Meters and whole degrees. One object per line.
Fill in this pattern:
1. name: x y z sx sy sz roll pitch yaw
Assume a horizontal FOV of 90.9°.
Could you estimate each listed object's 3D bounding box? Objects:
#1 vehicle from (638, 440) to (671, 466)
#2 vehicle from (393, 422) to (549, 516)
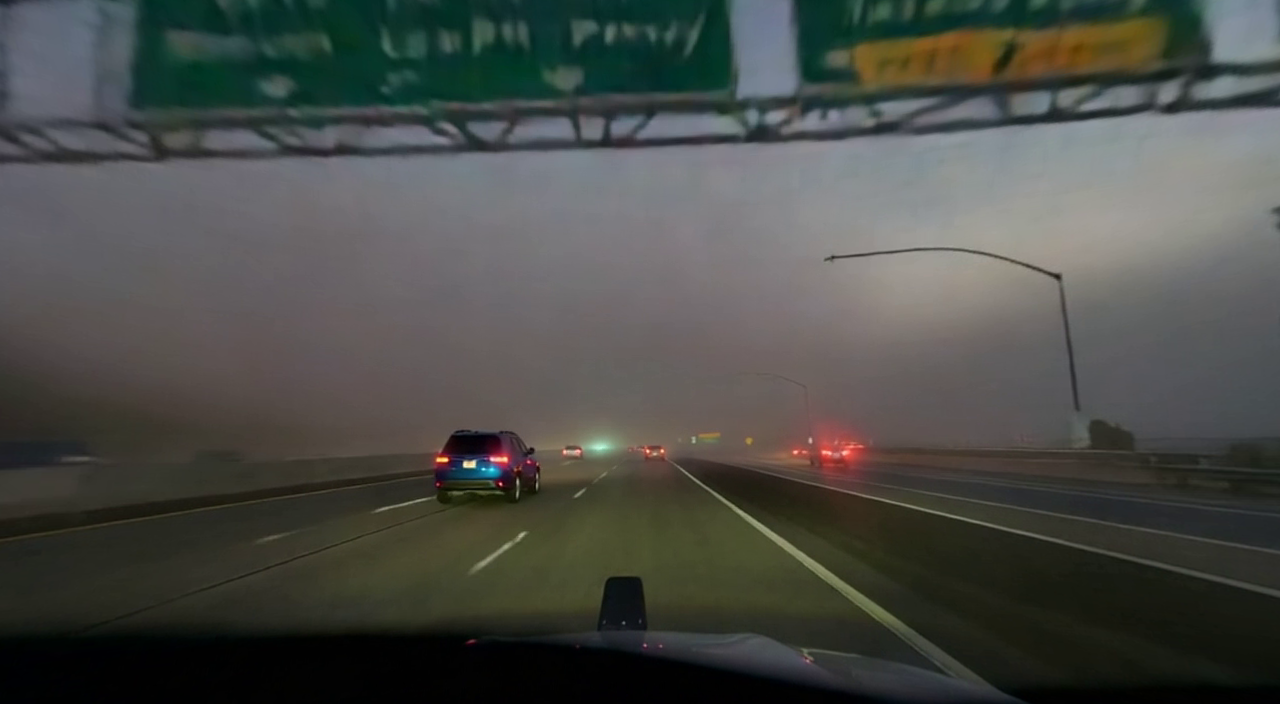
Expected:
1. vehicle: 0.924 6.620 41.487 2.023 1.589 4.030 0 -9 0
2. vehicle: -3.536 2.566 14.285 2.214 1.759 4.435 -1 -9 1
